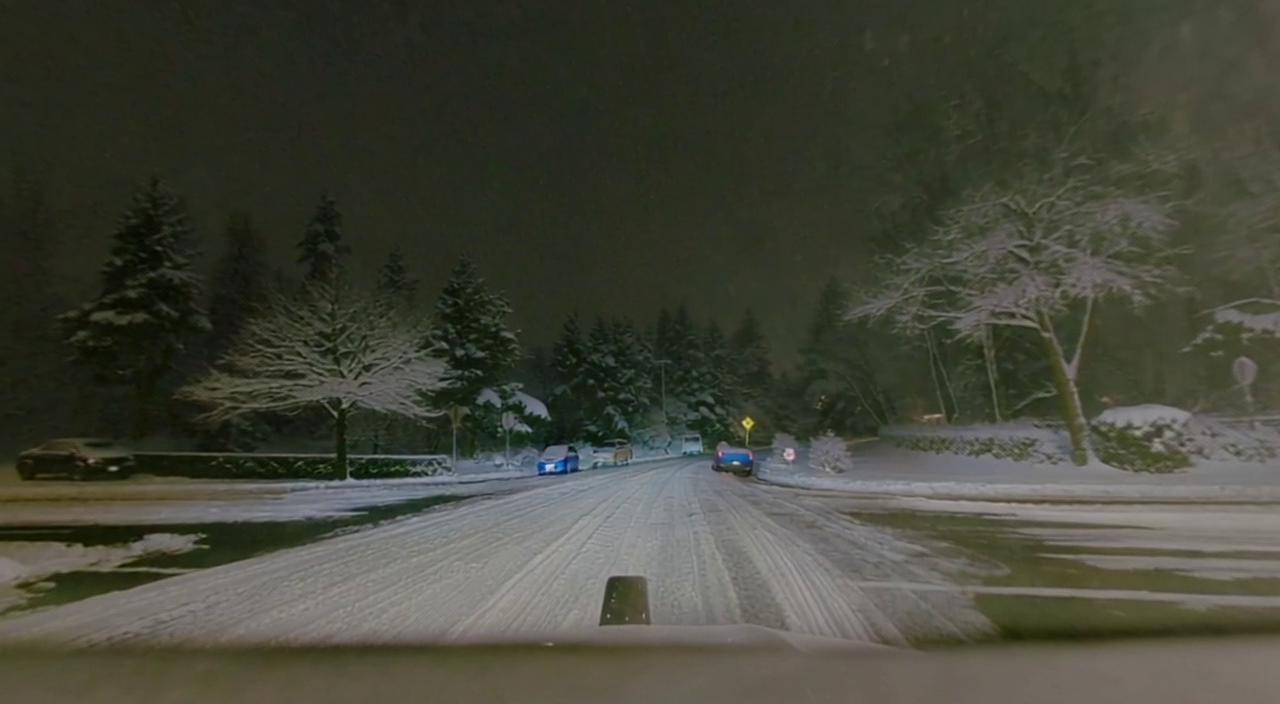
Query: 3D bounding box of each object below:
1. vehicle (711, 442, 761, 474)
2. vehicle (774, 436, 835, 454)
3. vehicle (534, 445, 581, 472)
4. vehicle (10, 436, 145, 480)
[{"bbox_3d":[4.686,5.237,31.448,2.051,1.461,4.100,0,-8,3],"label":"vehicle"},{"bbox_3d":[12.906,7.328,49.625,4.310,1.378,1.698,0,-8,3],"label":"vehicle"},{"bbox_3d":[-4.825,6.308,37.601,2.102,1.507,4.049,0,-8,2],"label":"vehicle"},{"bbox_3d":[-25.262,4.731,28.333,4.986,1.796,2.066,-2,-9,17],"label":"vehicle"}]
